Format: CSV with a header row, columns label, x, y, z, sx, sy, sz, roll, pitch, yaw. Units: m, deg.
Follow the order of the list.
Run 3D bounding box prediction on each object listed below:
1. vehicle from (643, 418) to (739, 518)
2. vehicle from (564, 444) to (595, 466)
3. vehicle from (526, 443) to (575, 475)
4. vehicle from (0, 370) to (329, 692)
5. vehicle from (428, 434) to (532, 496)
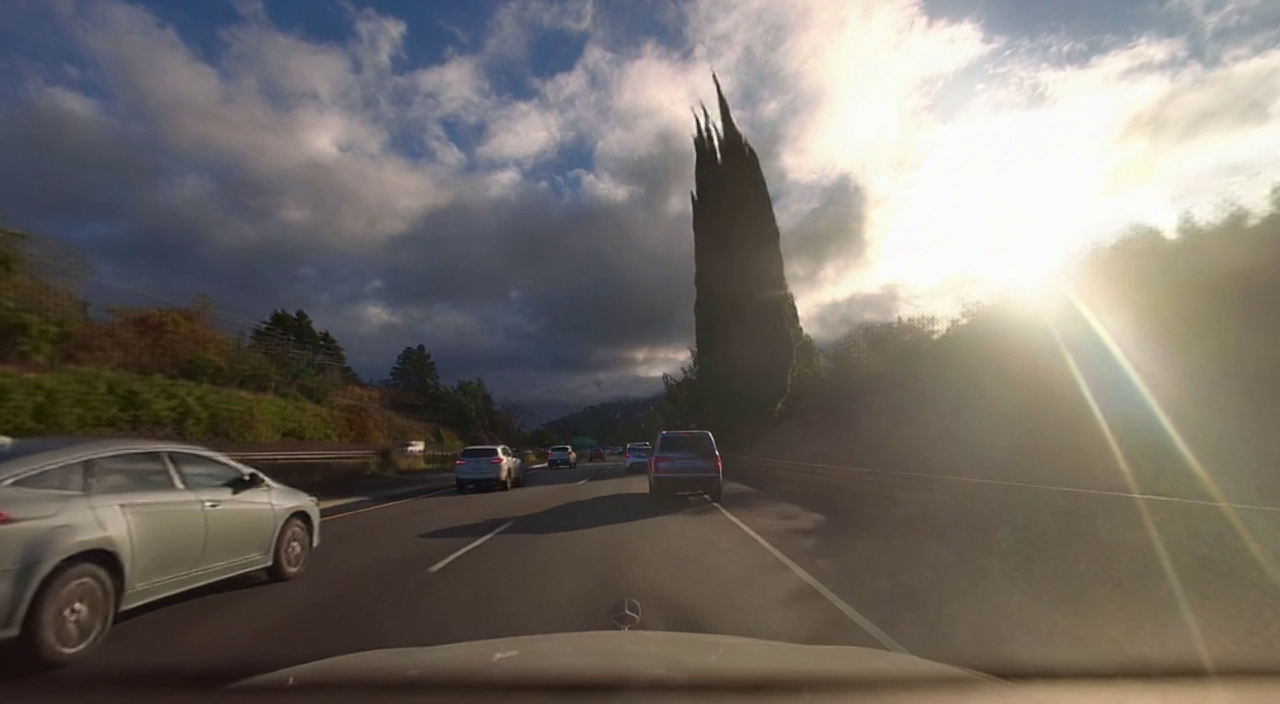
label,x,y,z,sx,sy,sz,roll,pitch,yaw
vehicle,0.996,2.558,14.311,1.825,1.920,3.960,0,-9,0
vehicle,-4.513,7.745,47.471,1.855,1.527,4.209,0,-9,0
vehicle,-4.440,5.394,31.924,1.867,1.489,3.829,0,-9,1
vehicle,-4.300,1.118,4.521,2.034,1.642,3.969,0,-9,1
vehicle,-4.646,3.344,19.015,1.934,1.642,4.201,0,-9,2
